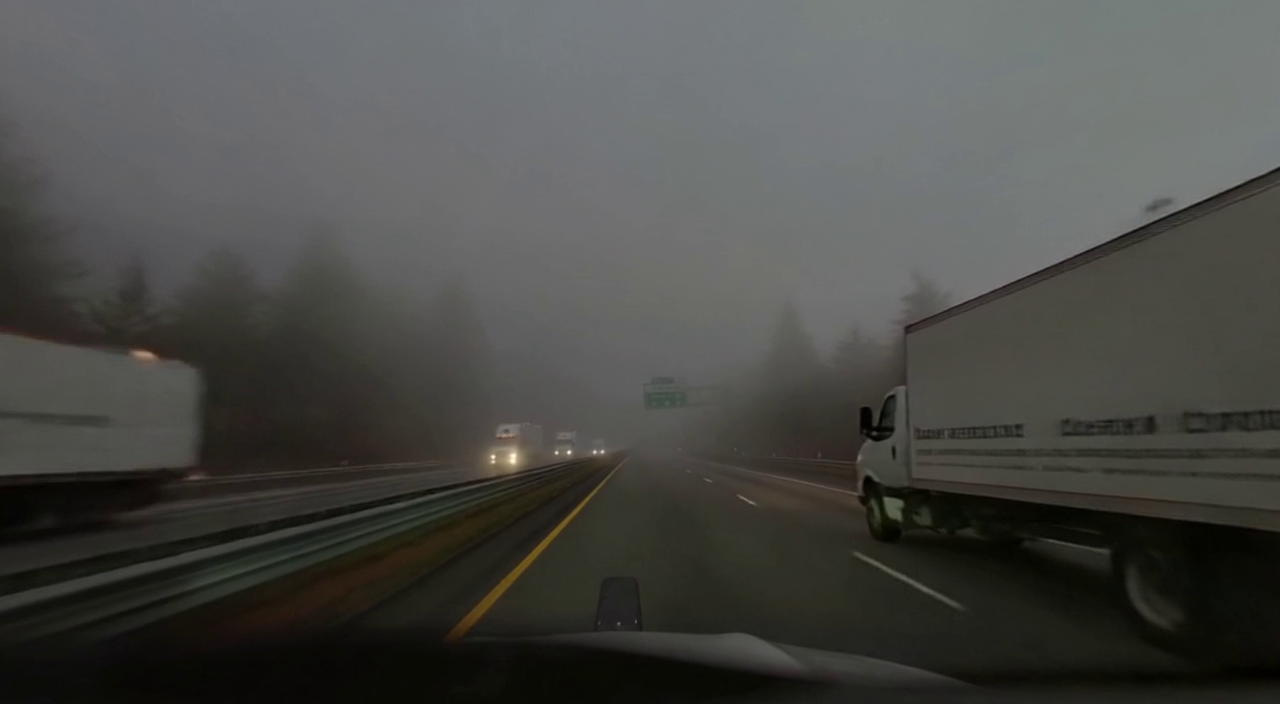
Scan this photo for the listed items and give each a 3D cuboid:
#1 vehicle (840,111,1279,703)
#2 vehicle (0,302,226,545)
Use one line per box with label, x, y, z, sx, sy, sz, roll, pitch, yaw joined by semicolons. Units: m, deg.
vehicle;4.069;0.639;4.984;2.449;2.805;6.763;0;-9;-2
vehicle;-12.526;1.061;9.673;3.050;4.132;13.617;0;-9;0
